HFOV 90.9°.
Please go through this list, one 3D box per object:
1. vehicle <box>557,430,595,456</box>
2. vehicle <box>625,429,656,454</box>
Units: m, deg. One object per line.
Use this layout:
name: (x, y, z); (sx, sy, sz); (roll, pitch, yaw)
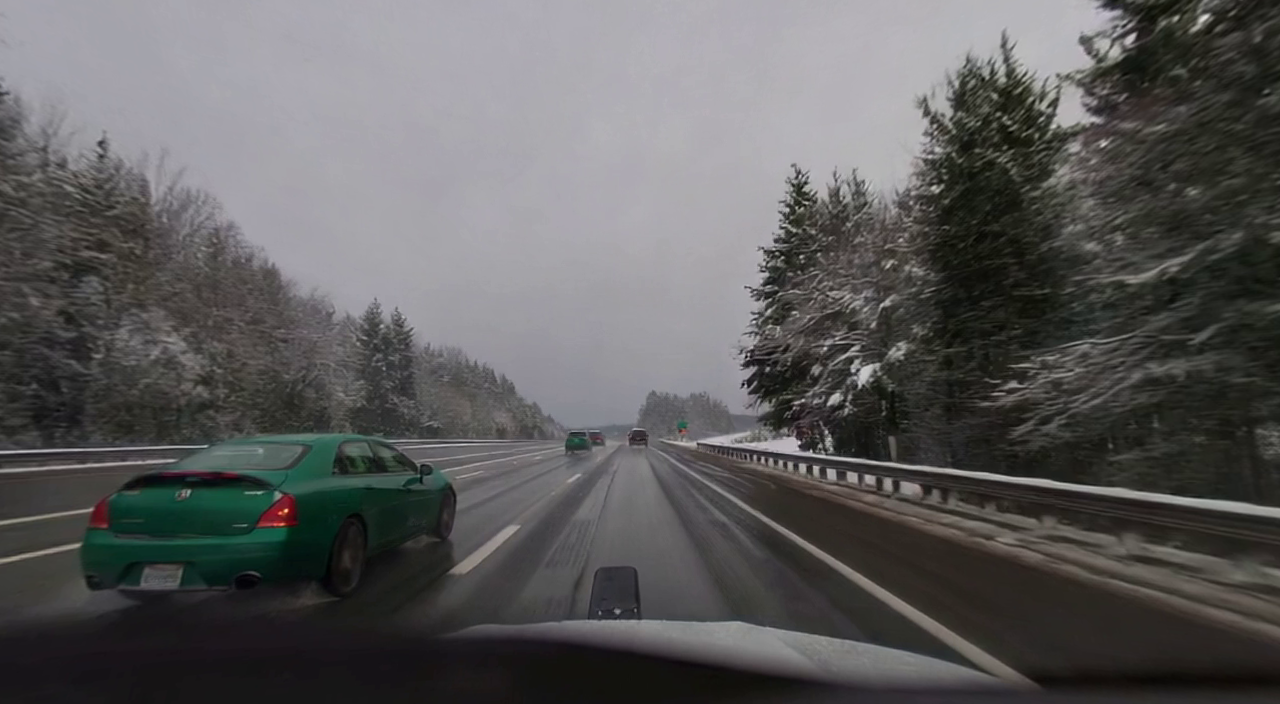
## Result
vehicle: (-4.128, 5.949, 41.182); (2.055, 1.610, 4.116); (0, -8, 0)
vehicle: (0.002, 6.589, 46.457); (2.170, 1.790, 4.490); (0, -8, 0)
